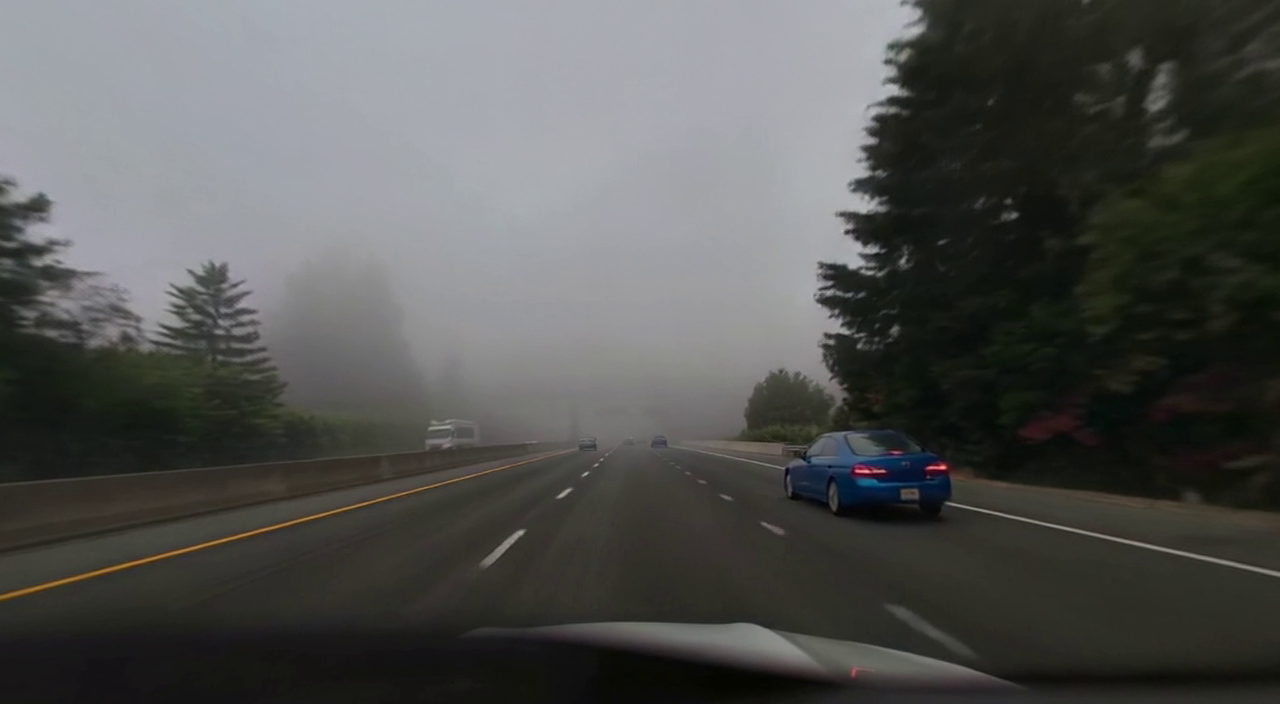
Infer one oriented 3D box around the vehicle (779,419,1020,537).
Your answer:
[{"bbox_3d":[3.911,1.956,10.516,2.031,1.531,4.365,0,-8,-2],"label":"vehicle"}]
